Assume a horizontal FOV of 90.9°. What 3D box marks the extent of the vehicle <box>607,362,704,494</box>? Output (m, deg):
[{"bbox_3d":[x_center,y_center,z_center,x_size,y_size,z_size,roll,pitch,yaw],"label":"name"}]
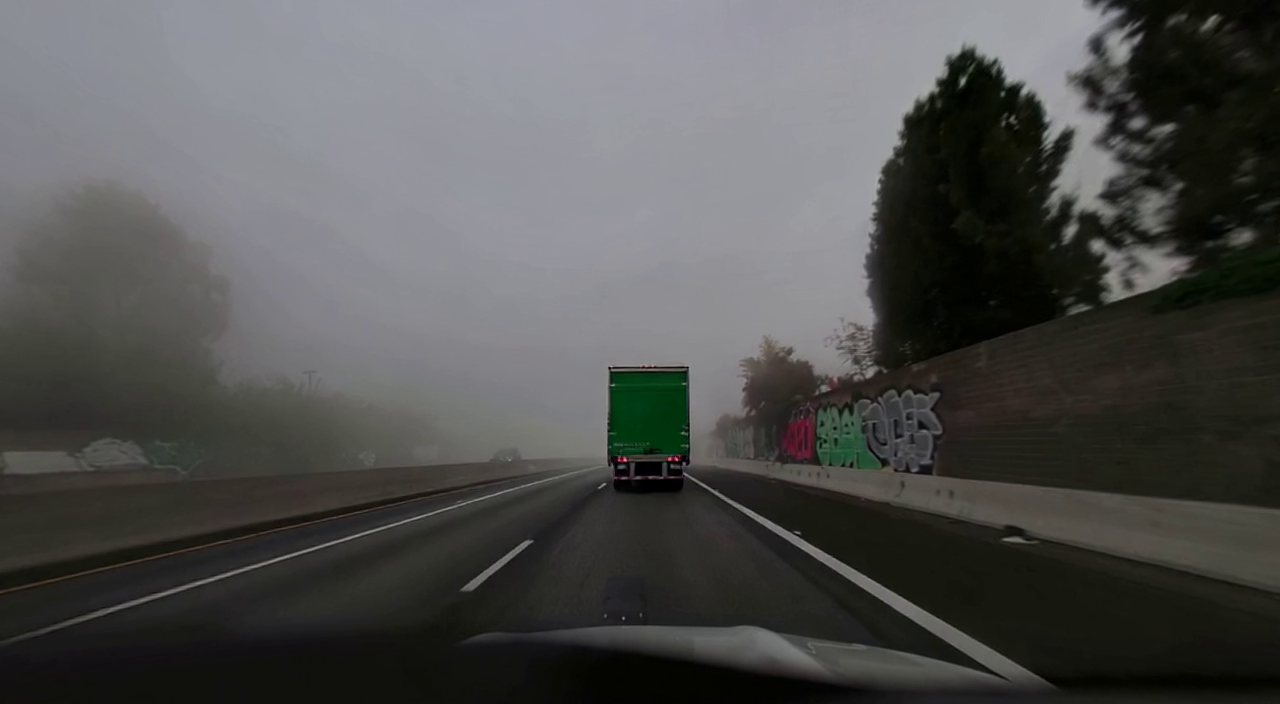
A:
[{"bbox_3d":[0.320,3.055,24.125,2.900,3.955,10.151,0,-9,-1],"label":"vehicle"}]
